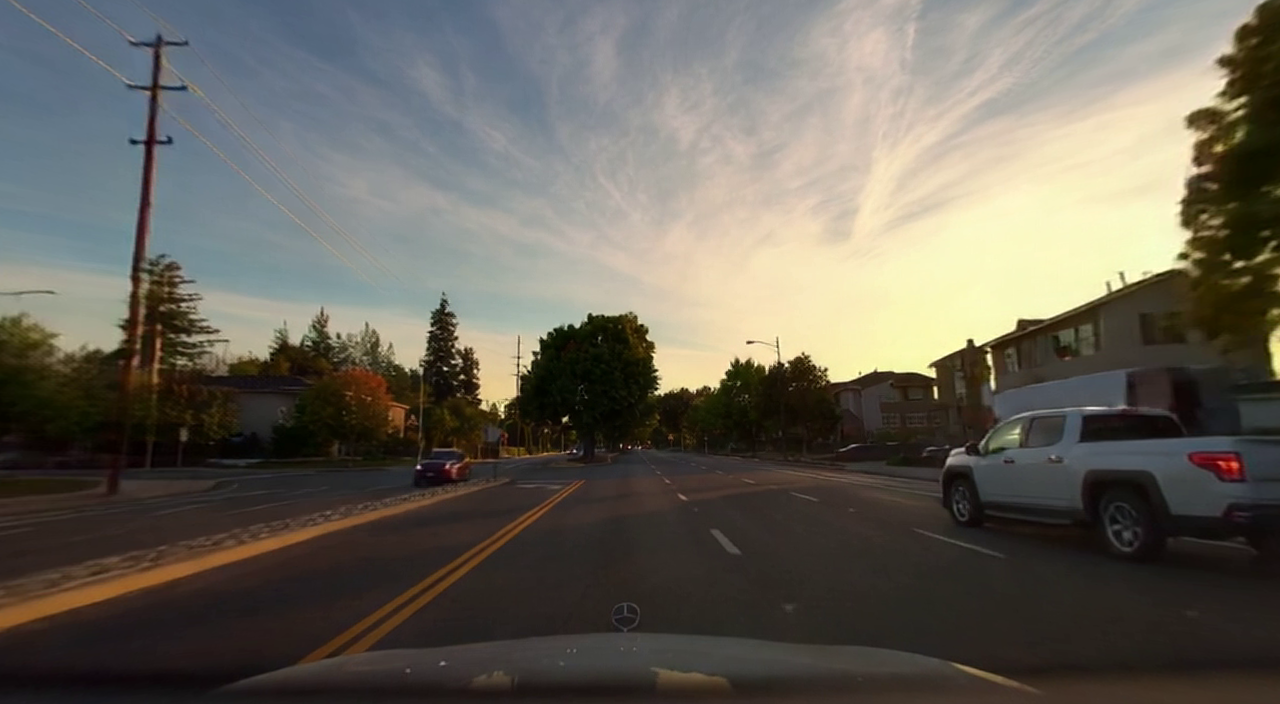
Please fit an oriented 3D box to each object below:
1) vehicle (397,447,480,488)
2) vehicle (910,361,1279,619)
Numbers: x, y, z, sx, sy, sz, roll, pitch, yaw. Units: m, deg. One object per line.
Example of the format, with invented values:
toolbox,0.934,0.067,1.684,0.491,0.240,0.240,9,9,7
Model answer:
vehicle,-8.642,4.954,27.540,2.140,1.609,4.460,0,-9,0
vehicle,6.019,1.495,7.921,2.493,1.956,6.125,0,-9,-1
